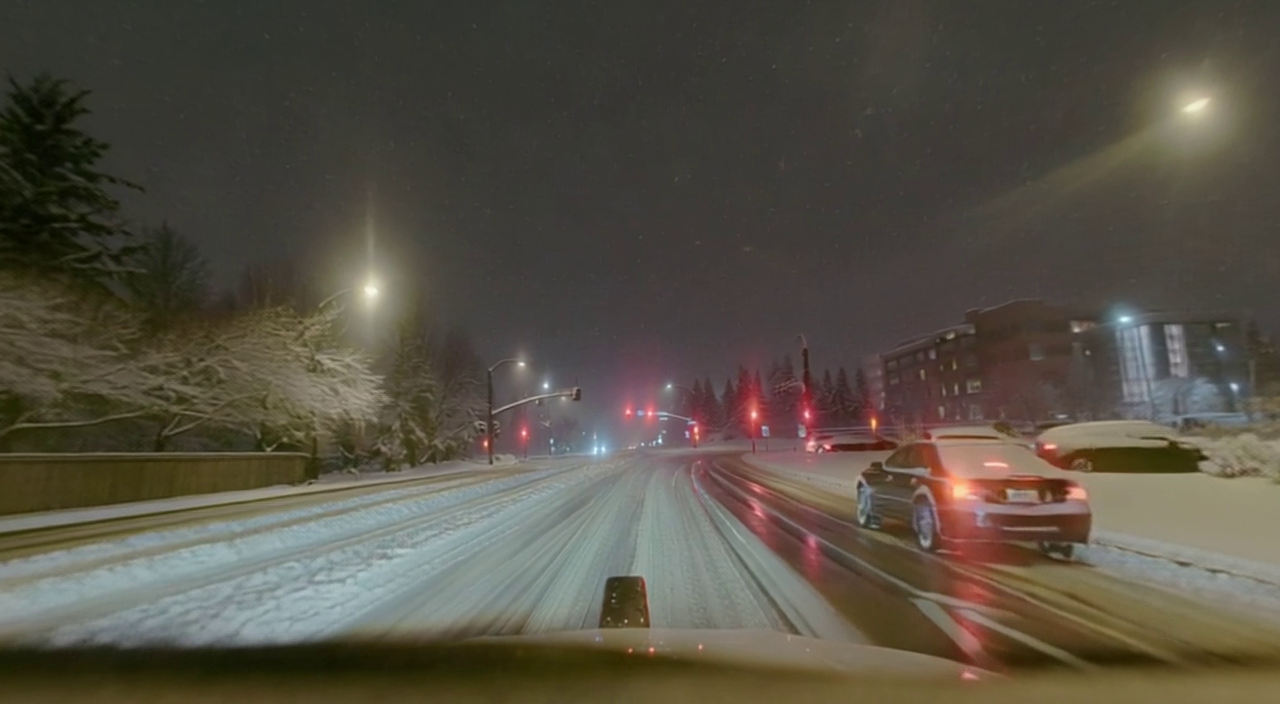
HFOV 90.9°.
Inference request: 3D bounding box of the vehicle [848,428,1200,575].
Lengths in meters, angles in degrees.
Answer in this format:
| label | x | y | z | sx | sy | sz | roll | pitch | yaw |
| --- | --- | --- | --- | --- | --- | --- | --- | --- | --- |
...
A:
| label | x | y | z | sx | sy | sz | roll | pitch | yaw |
| --- | --- | --- | --- | --- | --- | --- | --- | --- | --- |
| vehicle | 4.627 | 1.845 | 8.707 | 2.006 | 1.448 | 4.671 | 0 | -8 | 1 |
